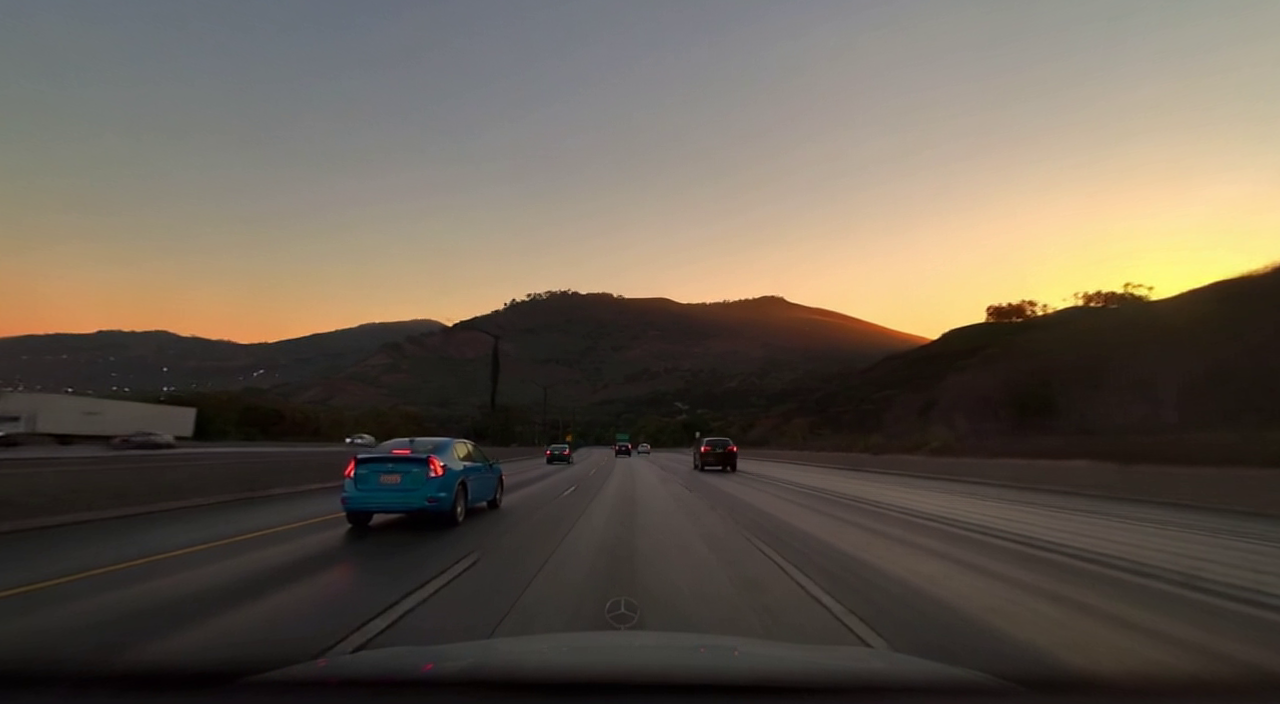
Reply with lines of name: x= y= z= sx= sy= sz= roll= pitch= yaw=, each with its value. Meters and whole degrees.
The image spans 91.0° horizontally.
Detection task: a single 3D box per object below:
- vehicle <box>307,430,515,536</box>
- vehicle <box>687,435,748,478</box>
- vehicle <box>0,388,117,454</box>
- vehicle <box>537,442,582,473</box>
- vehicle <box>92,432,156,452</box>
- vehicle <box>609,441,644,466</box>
vehicle: x=-3.714 y=2.200 z=11.206 sx=1.993 sy=1.500 sz=4.248 roll=0 pitch=-9 yaw=2
vehicle: x=3.505 y=4.820 z=29.337 sx=2.222 sy=1.820 sz=4.733 roll=0 pitch=-9 yaw=0
vehicle: x=-43.441 y=5.075 z=45.139 sx=3.012 sy=4.259 sz=10.778 roll=1 pitch=-8 yaw=-3
vehicle: x=-4.072 y=5.374 z=32.355 sx=1.796 sy=1.464 sz=3.839 roll=0 pitch=-9 yaw=0
vehicle: x=-39.819 y=6.958 z=48.717 sx=1.678 sy=1.455 sz=3.870 roll=1 pitch=-9 yaw=-1
vehicle: x=-0.846 y=6.645 z=41.420 sx=2.147 sy=1.572 sz=4.094 roll=0 pitch=-9 yaw=0
